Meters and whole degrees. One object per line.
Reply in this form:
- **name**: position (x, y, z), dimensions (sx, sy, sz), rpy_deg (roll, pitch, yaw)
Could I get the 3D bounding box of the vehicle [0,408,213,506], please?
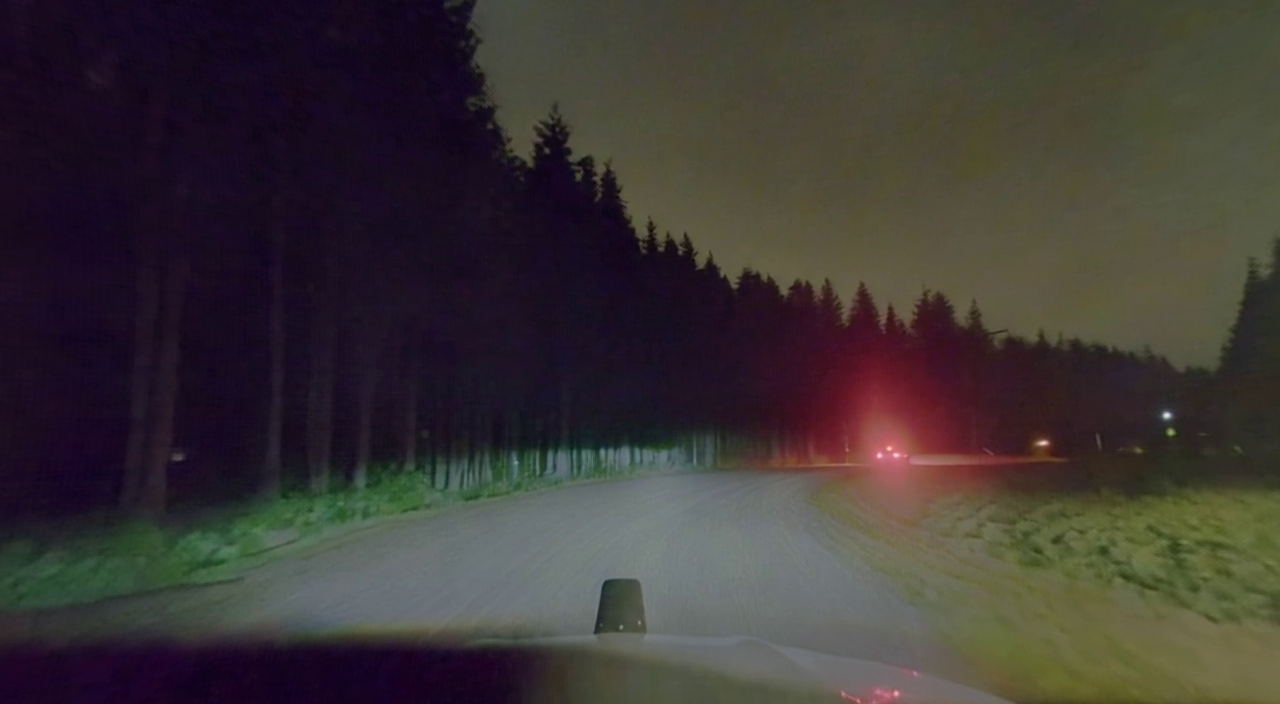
- **vehicle**: position (-10.842, 1.918, 11.600), dimensions (4.594, 1.607, 1.873), rpy_deg (-1, -8, 5)
